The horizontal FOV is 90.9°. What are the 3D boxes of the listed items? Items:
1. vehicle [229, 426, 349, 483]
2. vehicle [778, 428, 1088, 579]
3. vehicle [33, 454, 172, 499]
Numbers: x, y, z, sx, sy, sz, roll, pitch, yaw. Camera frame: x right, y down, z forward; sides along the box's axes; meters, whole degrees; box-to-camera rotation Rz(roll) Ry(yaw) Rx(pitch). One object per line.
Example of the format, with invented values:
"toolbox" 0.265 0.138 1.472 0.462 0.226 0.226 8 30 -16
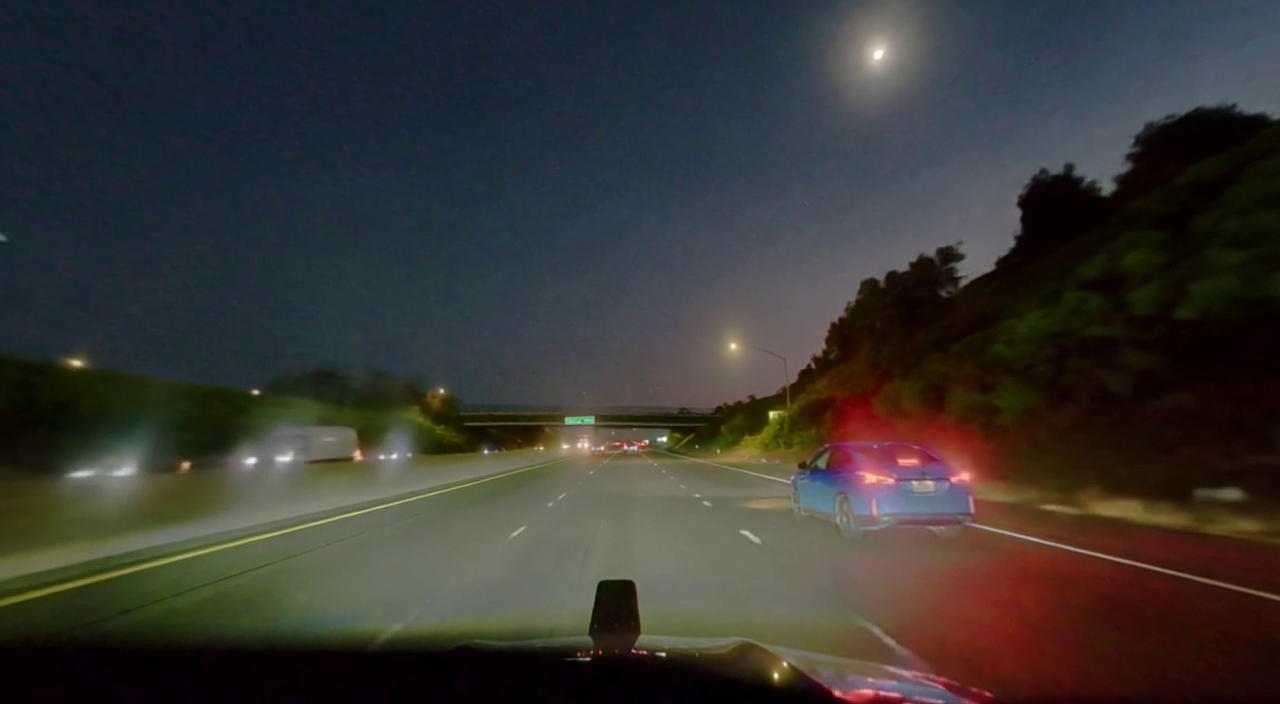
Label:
"vehicle" -16.097 4.694 29.450 2.280 2.375 5.824 0 -8 -1
"vehicle" 3.454 1.824 8.561 2.079 1.515 4.196 0 -8 -2
"vehicle" -19.562 4.511 23.187 1.763 1.394 3.806 0 -8 -1
